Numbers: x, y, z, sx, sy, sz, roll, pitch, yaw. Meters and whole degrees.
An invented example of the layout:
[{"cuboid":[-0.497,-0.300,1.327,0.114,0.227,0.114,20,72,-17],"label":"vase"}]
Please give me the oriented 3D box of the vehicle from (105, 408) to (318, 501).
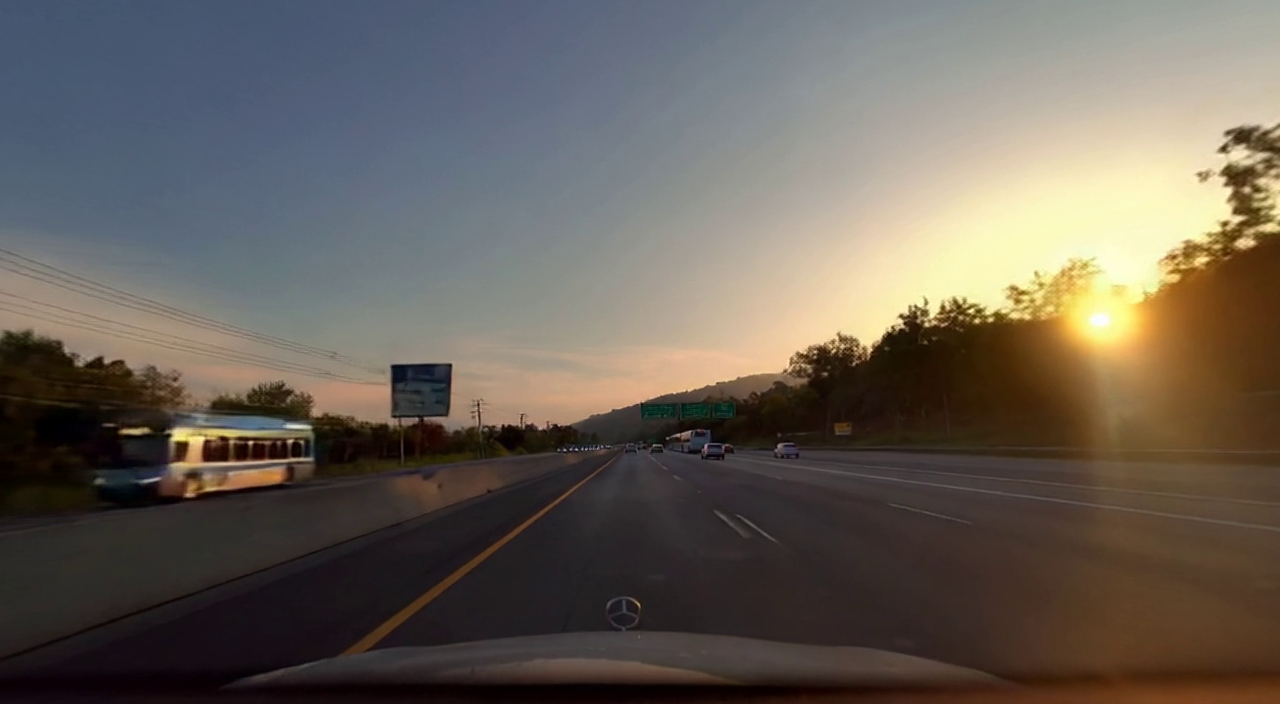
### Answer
[{"cuboid":[-22.612,5.567,34.823,2.942,4.157,12.633,0,-9,-1],"label":"vehicle"}]
